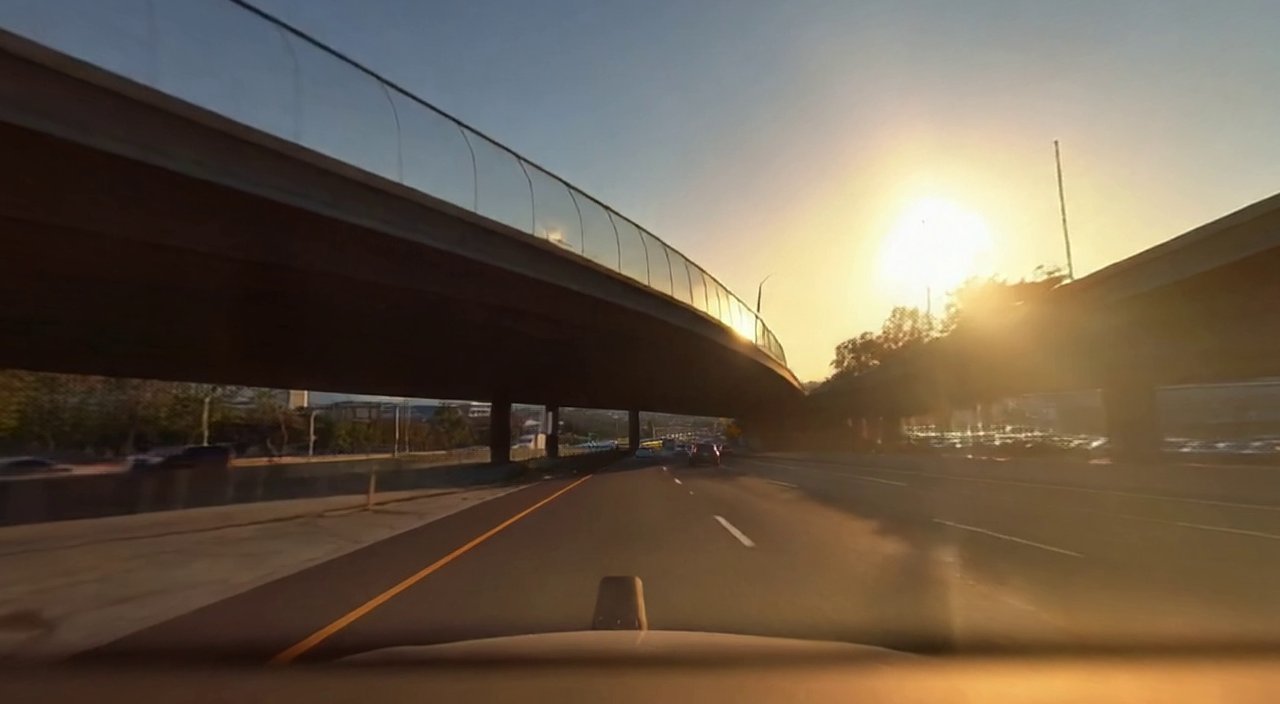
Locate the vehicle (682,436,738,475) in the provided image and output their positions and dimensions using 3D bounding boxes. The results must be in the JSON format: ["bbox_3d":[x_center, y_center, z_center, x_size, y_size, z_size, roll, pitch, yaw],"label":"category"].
[{"bbox_3d":[3.426,5.219,32.115,2.226,1.779,4.835,0,-8,-1],"label":"vehicle"}]

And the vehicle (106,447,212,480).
[{"bbox_3d":[-27.503,6.372,36.418,2.122,1.705,4.982,0,-8,1],"label":"vehicle"}]

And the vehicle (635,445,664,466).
[{"bbox_3d":[0.680,7.607,46.650,2.046,1.475,3.784,0,-8,1],"label":"vehicle"}]
